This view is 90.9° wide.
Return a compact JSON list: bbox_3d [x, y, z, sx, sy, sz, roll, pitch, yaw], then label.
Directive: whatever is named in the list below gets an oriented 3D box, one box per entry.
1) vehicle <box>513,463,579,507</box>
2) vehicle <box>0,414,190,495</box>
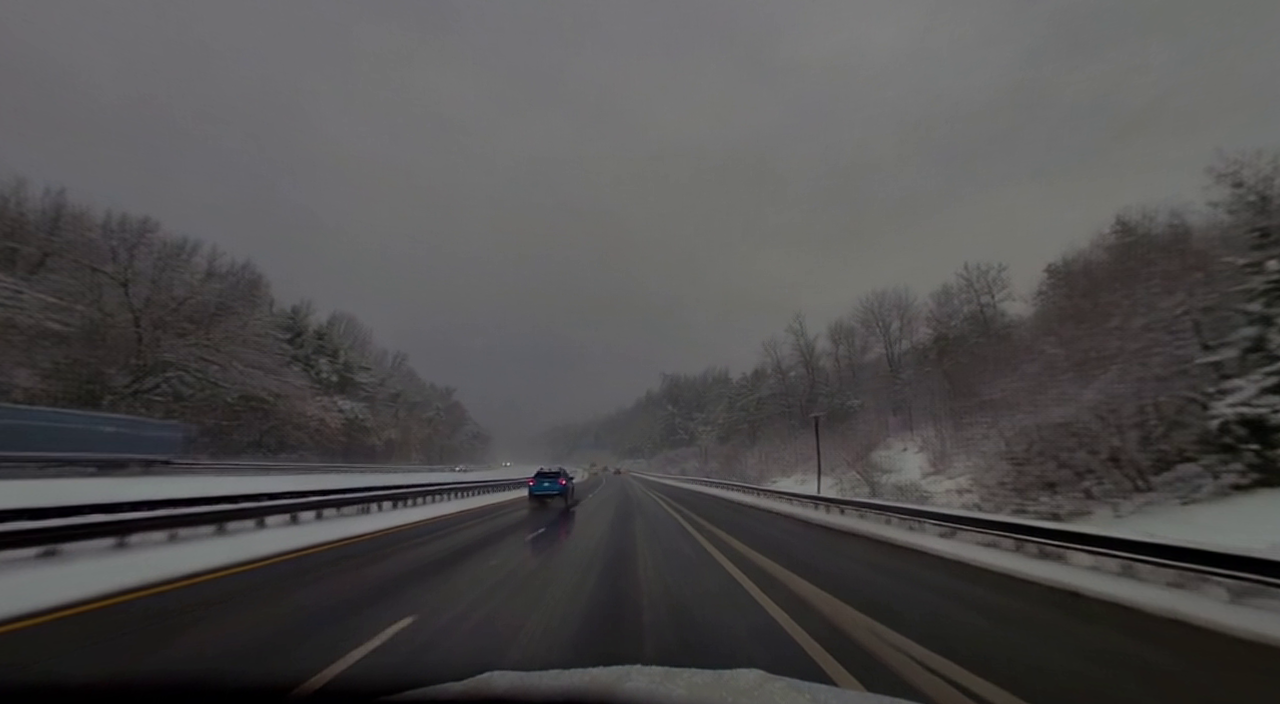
[{"bbox_3d":[-3.640,5.238,25.120,1.967,1.556,4.364,1,-10,0],"label":"vehicle"},{"bbox_3d":[-29.937,5.500,33.218,2.779,3.484,14.467,1,-11,-4],"label":"vehicle"}]
